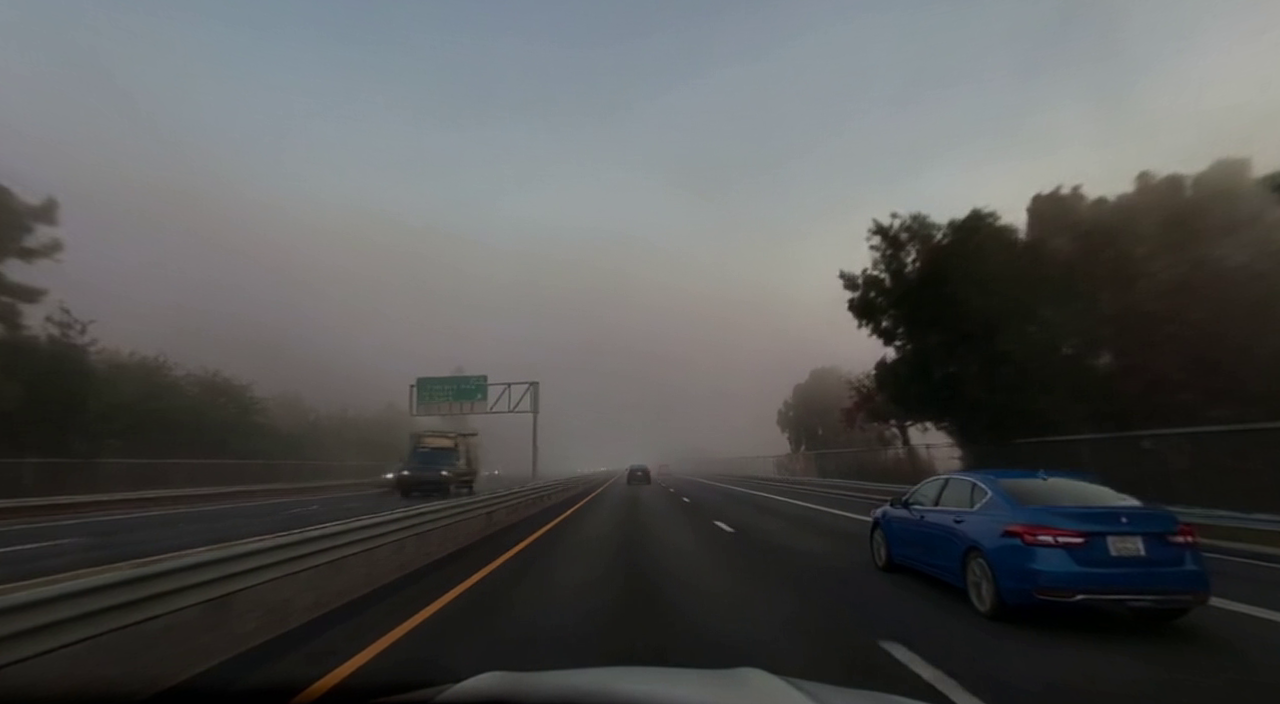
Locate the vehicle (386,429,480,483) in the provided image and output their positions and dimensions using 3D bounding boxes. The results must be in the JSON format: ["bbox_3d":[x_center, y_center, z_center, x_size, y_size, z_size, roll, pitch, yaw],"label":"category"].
[{"bbox_3d":[-8.204,4.256,25.591,2.049,1.932,4.943,1,-11,1],"label":"vehicle"}]

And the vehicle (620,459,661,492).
[{"bbox_3d":[-0.030,6.463,33.047,2.037,1.605,3.833,1,-11,-1],"label":"vehicle"}]

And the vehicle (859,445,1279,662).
[{"bbox_3d":[4.020,1.818,6.554,1.938,1.494,4.032,1,-11,-1],"label":"vehicle"}]
